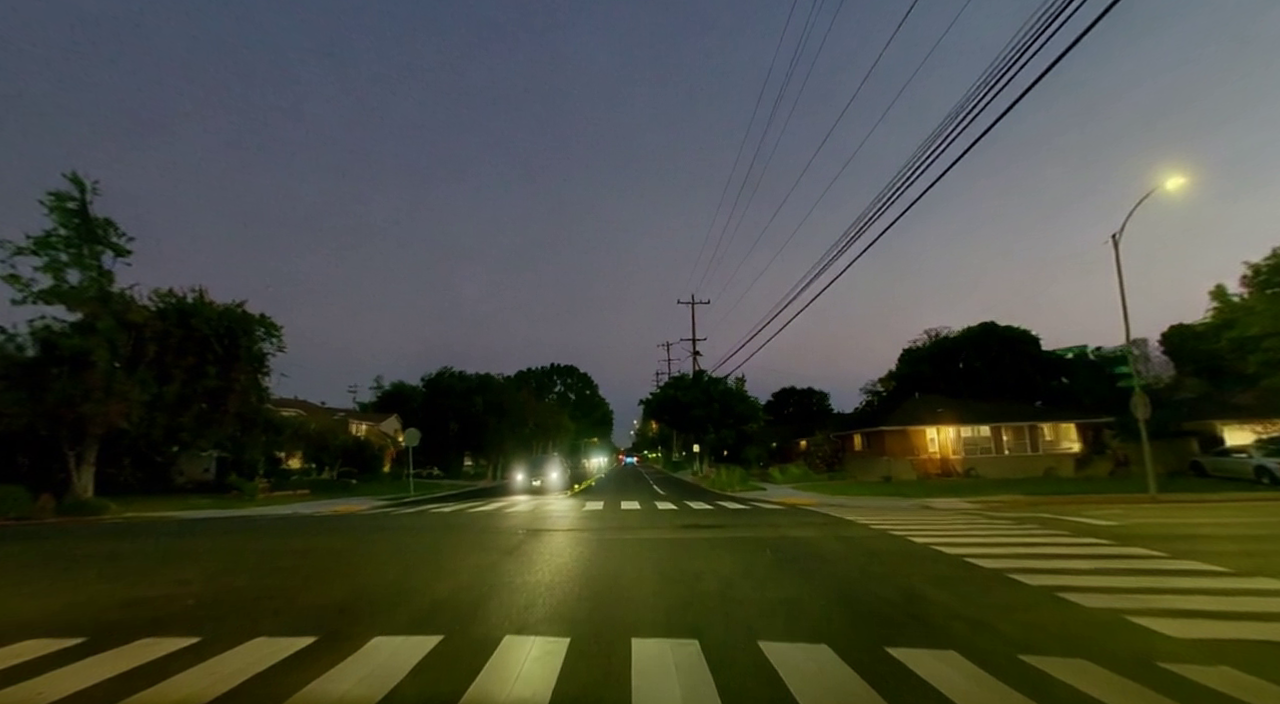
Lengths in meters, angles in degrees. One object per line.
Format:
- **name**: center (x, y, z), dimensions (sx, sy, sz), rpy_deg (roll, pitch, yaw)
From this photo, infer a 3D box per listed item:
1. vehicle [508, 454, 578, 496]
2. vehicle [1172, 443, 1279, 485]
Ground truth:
- **vehicle**: center (-3.722, 4.817, 25.060), dimensions (2.102, 1.463, 4.024), rpy_deg (0, -9, 1)
- **vehicle**: center (23.328, 4.222, 24.094), dimensions (1.841, 1.448, 4.688), rpy_deg (0, -9, -2)
